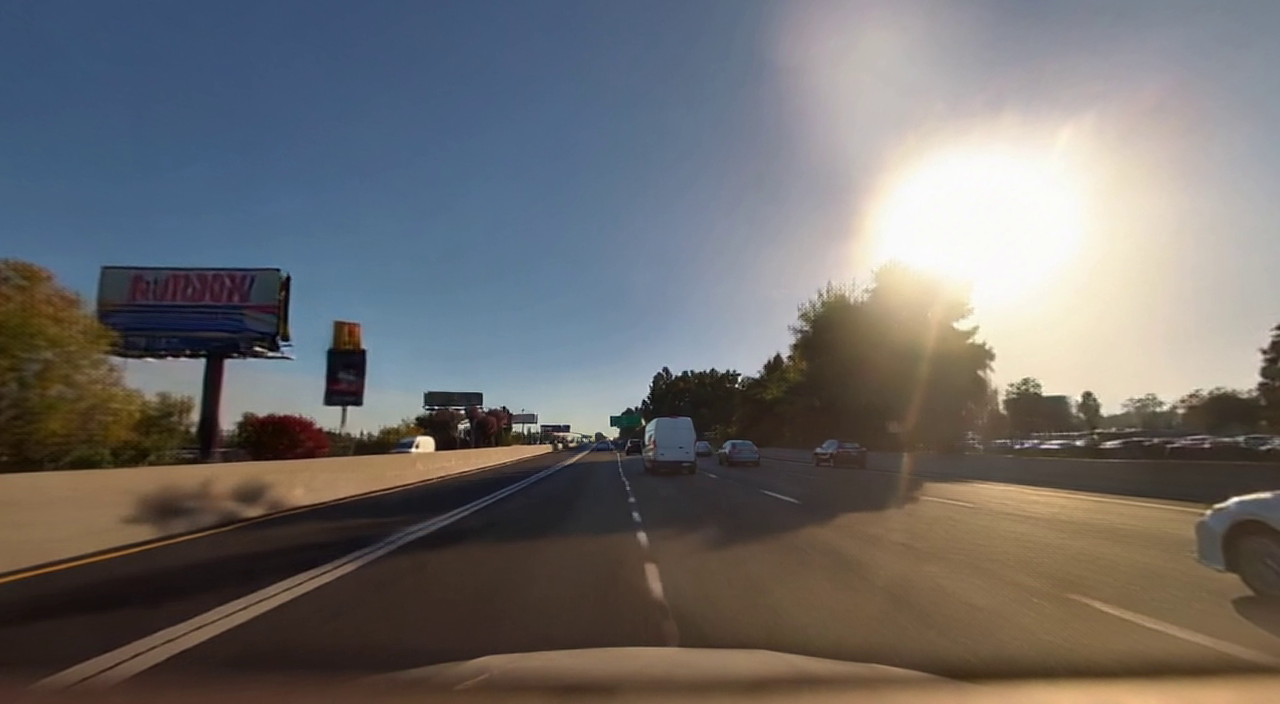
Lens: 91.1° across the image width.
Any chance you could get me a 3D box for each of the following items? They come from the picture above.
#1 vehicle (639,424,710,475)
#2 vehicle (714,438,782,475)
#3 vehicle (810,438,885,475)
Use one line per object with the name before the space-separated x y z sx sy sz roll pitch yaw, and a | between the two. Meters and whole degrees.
vehicle | 1.402 4.380 28.398 2.546 2.087 5.404 0 -8 -4
vehicle | 4.679 4.584 27.786 2.099 1.510 3.784 0 -8 -4
vehicle | 8.950 4.522 27.416 1.874 1.496 3.586 0 -8 -4
